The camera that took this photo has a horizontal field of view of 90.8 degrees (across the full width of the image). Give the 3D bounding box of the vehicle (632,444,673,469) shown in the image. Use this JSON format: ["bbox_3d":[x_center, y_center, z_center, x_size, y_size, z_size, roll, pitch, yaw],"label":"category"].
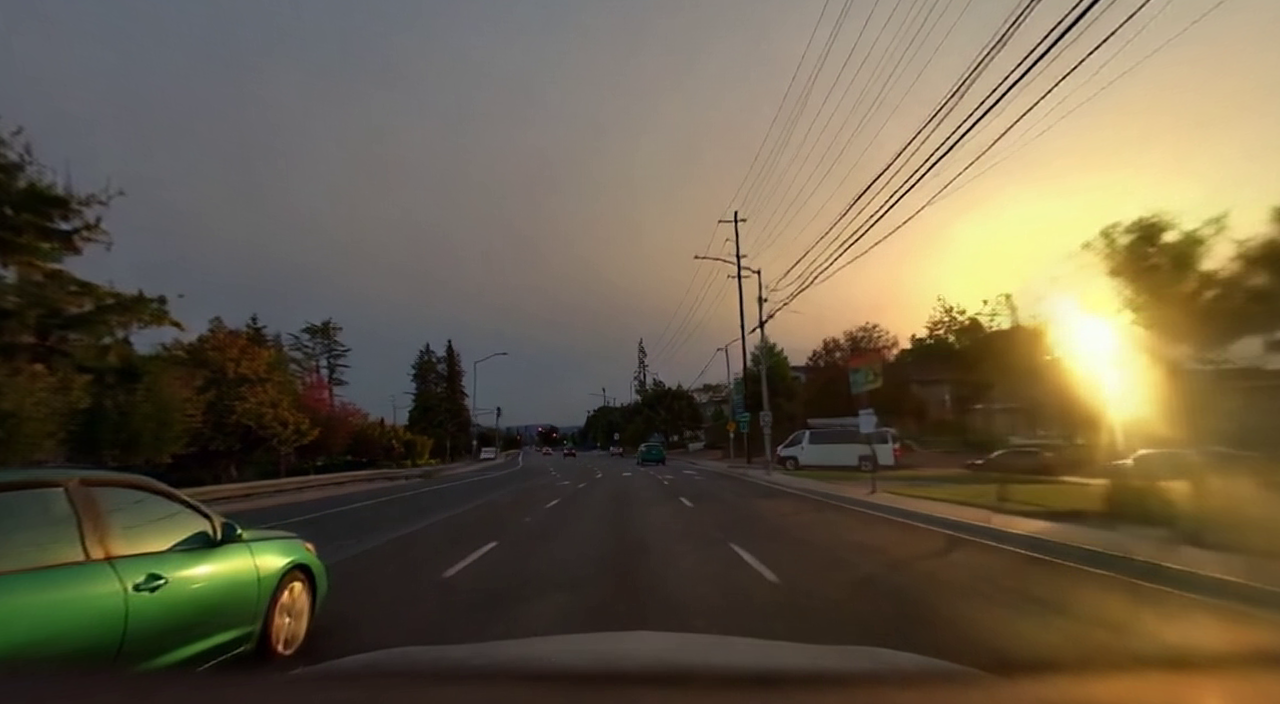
[{"bbox_3d":[0.727,6.585,39.791,2.015,1.467,4.117,1,-9,-7],"label":"vehicle"}]

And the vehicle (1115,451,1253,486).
[{"bbox_3d":[24.240,5.188,28.249,4.462,1.449,1.877,1,-9,-3],"label":"vehicle"}]

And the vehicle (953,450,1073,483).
[{"bbox_3d":[17.183,5.284,29.372,4.396,1.447,1.838,-3,-10,17],"label":"vehicle"}]

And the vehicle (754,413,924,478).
[{"bbox_3d":[10.295,4.908,33.028,7.877,3.013,2.916,-5,-11,30],"label":"vehicle"}]
